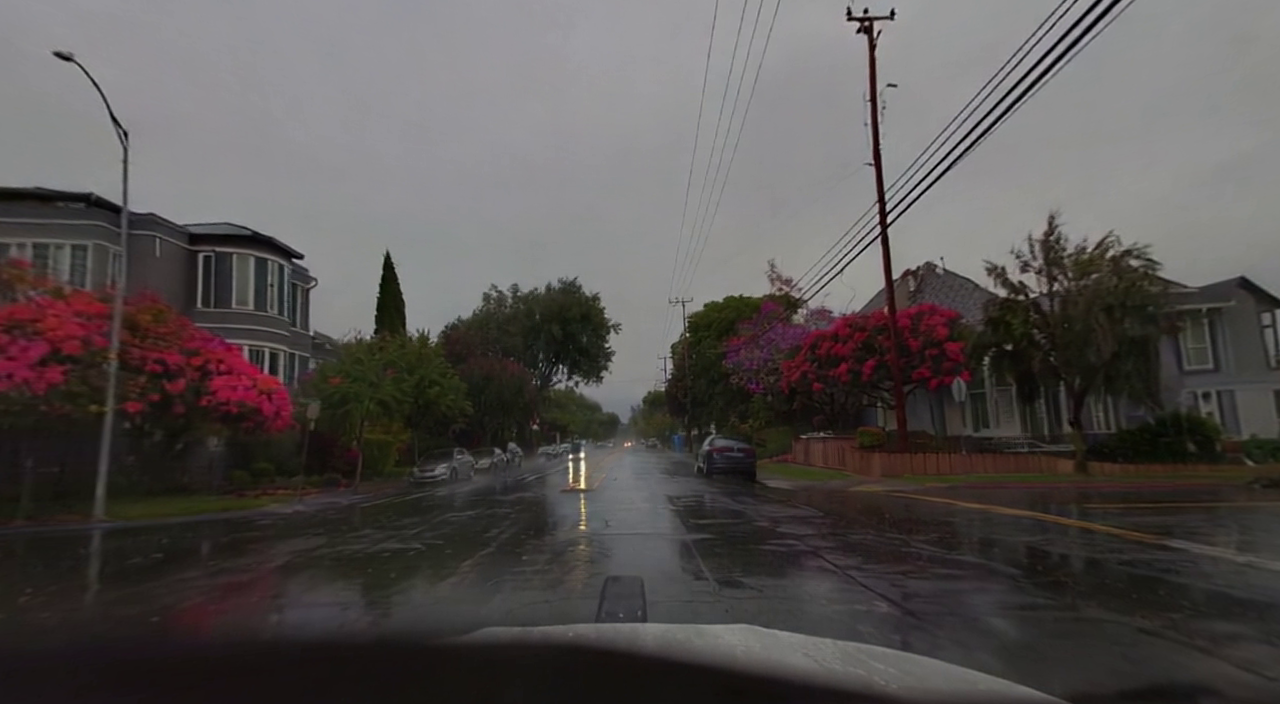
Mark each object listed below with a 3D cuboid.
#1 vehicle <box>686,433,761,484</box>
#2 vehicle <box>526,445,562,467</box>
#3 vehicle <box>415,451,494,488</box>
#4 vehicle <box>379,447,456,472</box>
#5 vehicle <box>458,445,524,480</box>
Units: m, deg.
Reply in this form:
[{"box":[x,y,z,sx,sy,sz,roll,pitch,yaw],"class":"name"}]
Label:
[{"box":[3.030,3.990,23.882,2.114,1.708,4.474,0,-9,-2],"class":"vehicle"},{"box":[-7.072,7.693,46.928,1.914,1.508,4.653,0,-9,0],"class":"vehicle"},{"box":[-7.249,4.619,25.079,1.926,1.307,3.909,0,-9,0],"class":"vehicle"},{"box":[-13.439,6.505,38.340,3.905,1.480,1.892,0,-9,0],"class":"vehicle"},{"box":[-7.113,5.314,30.689,1.957,1.549,4.527,-1,-9,2],"class":"vehicle"}]
